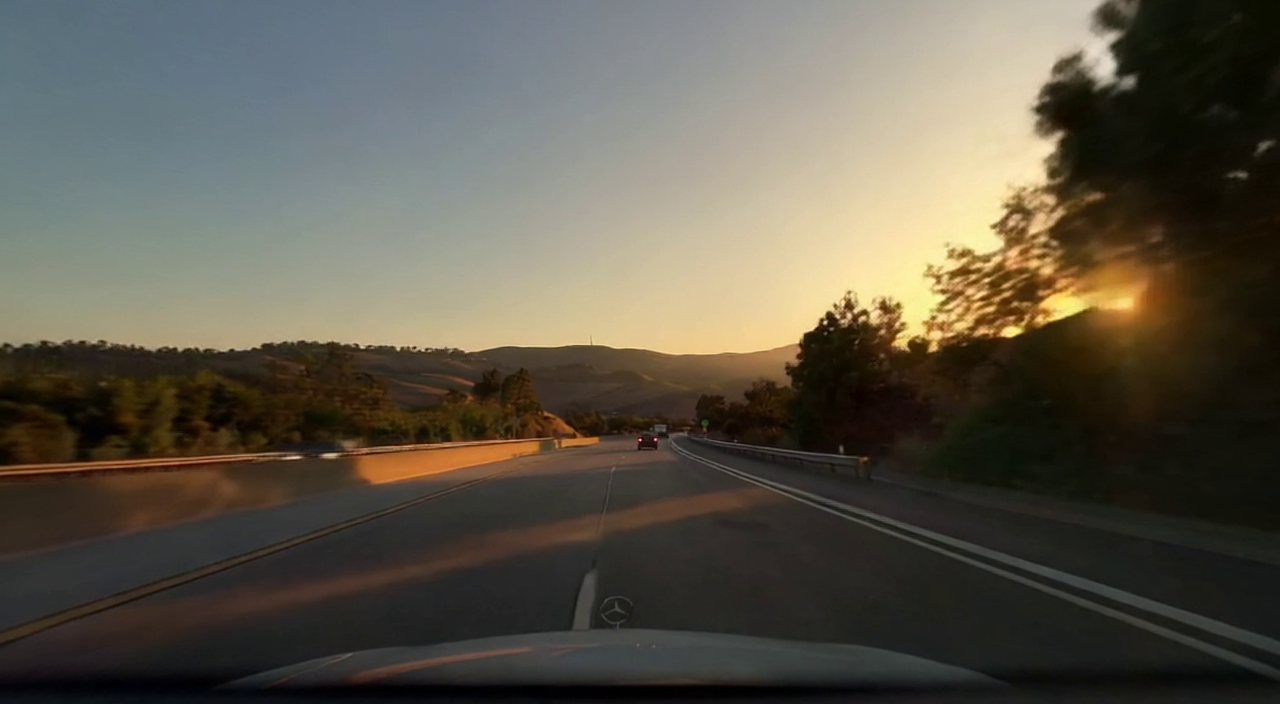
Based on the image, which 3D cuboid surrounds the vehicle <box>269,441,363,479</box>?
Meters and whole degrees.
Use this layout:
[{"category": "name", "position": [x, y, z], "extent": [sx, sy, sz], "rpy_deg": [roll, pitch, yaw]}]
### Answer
[{"category": "vehicle", "position": [-14.346, 4.757, 28.146], "extent": [1.917, 1.505, 4.399], "rpy_deg": [0, -8, -1]}]
